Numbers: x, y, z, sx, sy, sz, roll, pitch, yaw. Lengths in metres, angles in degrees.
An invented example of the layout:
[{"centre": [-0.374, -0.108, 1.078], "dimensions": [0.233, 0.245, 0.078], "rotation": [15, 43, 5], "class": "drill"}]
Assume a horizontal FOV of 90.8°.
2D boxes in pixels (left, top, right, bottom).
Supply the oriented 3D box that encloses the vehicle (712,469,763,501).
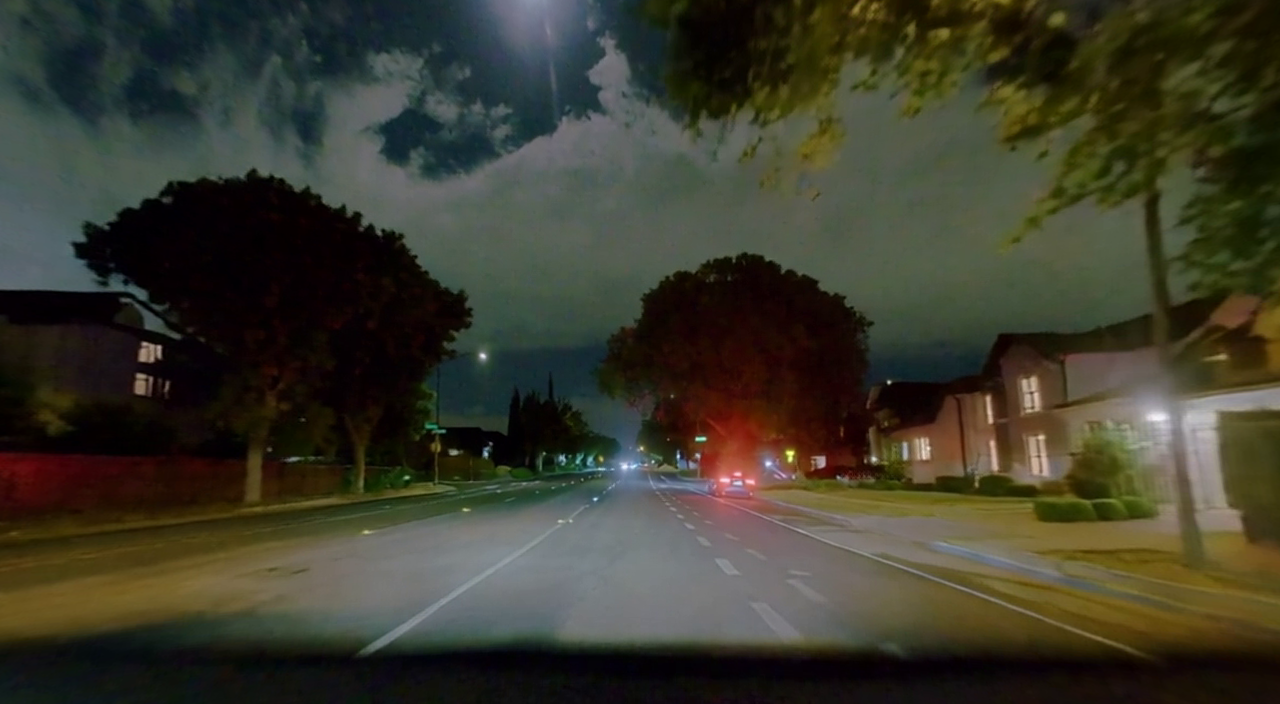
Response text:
[{"centre": [5.048, 6.951, 33.277], "dimensions": [1.904, 1.475, 4.386], "rotation": [0, -9, -1], "class": "vehicle"}]
